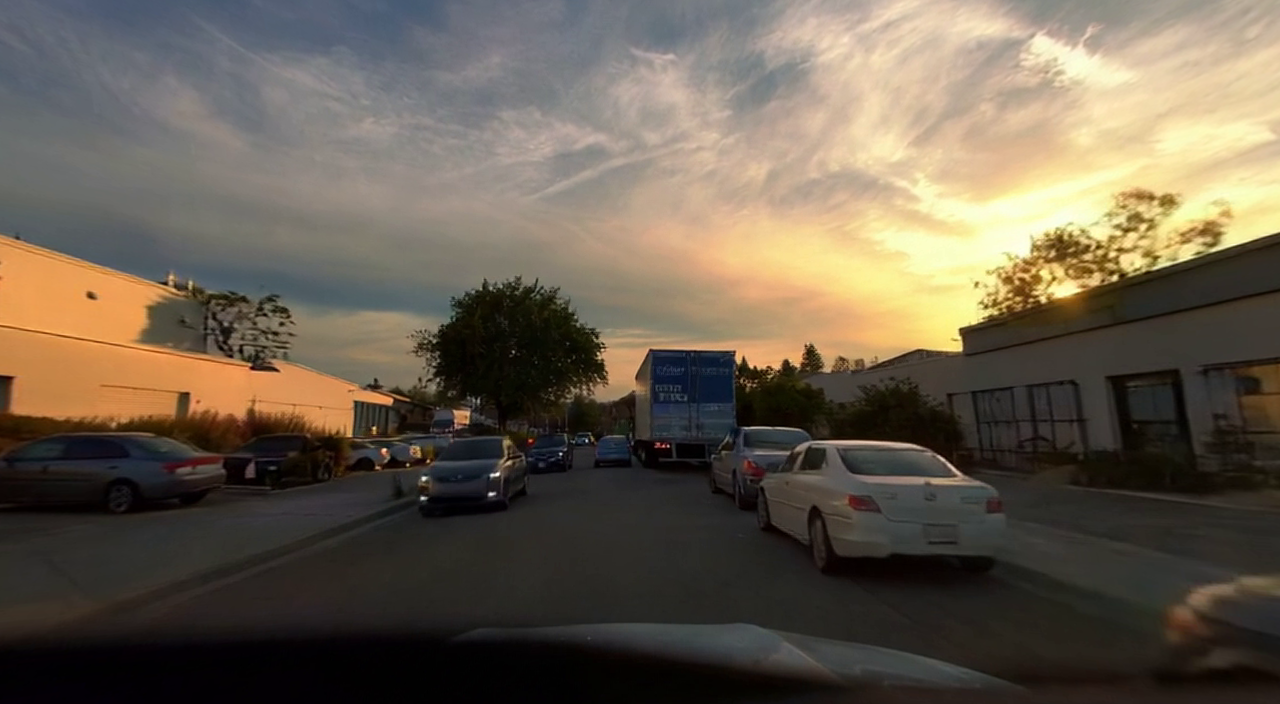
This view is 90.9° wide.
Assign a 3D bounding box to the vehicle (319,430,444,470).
[{"bbox_3d":[-9.771,3.724,24.117,4.015,1.461,1.903,1,-8,-6],"label":"vehicle"}]

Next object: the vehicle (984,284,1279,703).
[{"bbox_3d":[2.439,0.511,0.162,1.900,1.644,4.448,0,-8,-5],"label":"vehicle"}]

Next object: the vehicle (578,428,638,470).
[{"bbox_3d":[-1.211,3.808,24.961,2.160,1.498,3.909,0,-8,-1],"label":"vehicle"}]

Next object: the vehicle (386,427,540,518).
[{"bbox_3d":[-3.248,2.274,12.461,1.989,1.481,4.008,0,-8,-2],"label":"vehicle"}]

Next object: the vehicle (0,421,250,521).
[{"bbox_3d":[-9.044,1.971,10.703,3.569,1.520,1.797,0,-8,-5],"label":"vehicle"}]

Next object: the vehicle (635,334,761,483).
[{"bbox_3d":[1.530,2.519,24.583,2.865,4.113,14.471,0,-8,-3],"label":"vehicle"}]

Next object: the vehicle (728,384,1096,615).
[{"bbox_3d":[2.310,1.365,6.799,1.875,1.674,4.231,0,-8,-3],"label":"vehicle"}]
